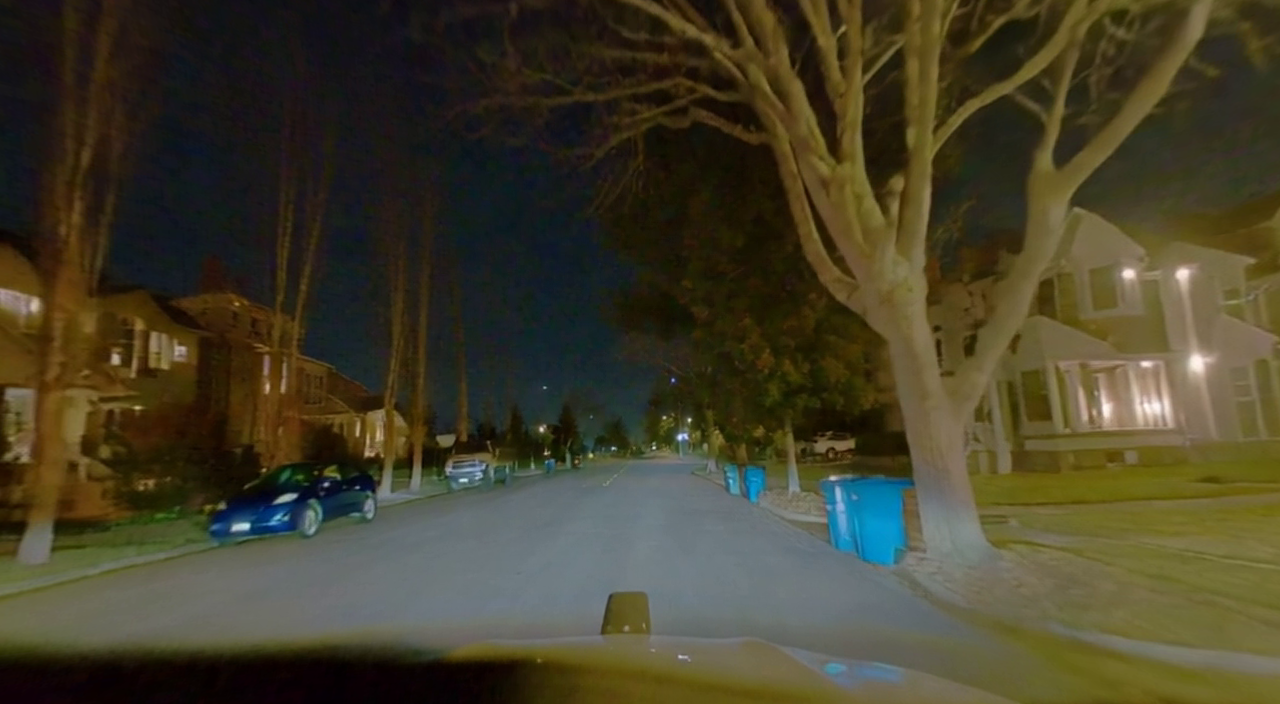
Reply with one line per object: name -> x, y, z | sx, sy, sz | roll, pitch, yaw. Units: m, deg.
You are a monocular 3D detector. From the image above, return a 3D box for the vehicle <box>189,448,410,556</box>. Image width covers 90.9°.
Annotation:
vehicle -> -6.316, 2.759, 12.407 | 1.945, 1.530, 4.430 | -4, -8, -1

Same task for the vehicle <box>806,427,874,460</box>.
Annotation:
vehicle -> 11.389, 5.282, 36.321 | 2.189, 1.756, 5.053 | 1, -9, -1

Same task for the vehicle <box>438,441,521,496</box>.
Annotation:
vehicle -> -6.379, 4.636, 25.603 | 2.169, 1.871, 4.762 | -3, -8, -1
